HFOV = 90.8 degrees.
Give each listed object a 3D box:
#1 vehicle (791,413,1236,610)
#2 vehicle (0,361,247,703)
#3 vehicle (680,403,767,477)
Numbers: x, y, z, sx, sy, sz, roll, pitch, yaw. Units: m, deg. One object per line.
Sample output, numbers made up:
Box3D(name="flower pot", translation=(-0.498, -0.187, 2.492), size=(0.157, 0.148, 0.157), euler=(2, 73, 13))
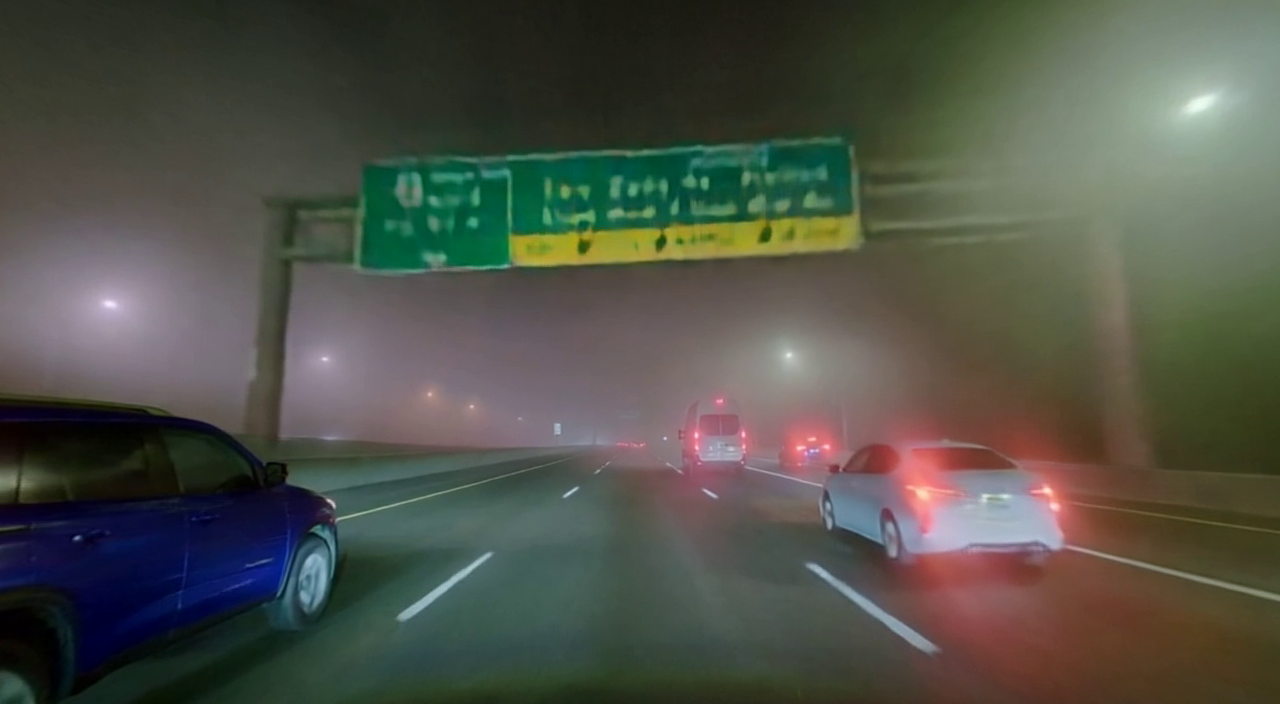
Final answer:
Box3D(name="vehicle", translation=(3.525, 1.611, 7.503), size=(2.108, 1.509, 5.059), euler=(0, -8, -1))
Box3D(name="vehicle", translation=(-3.899, 0.817, 2.473), size=(2.000, 1.646, 4.201), euler=(0, -8, 0))
Box3D(name="vehicle", translation=(3.272, 3.742, 26.688), size=(2.629, 2.718, 6.740), euler=(0, -8, -1))
